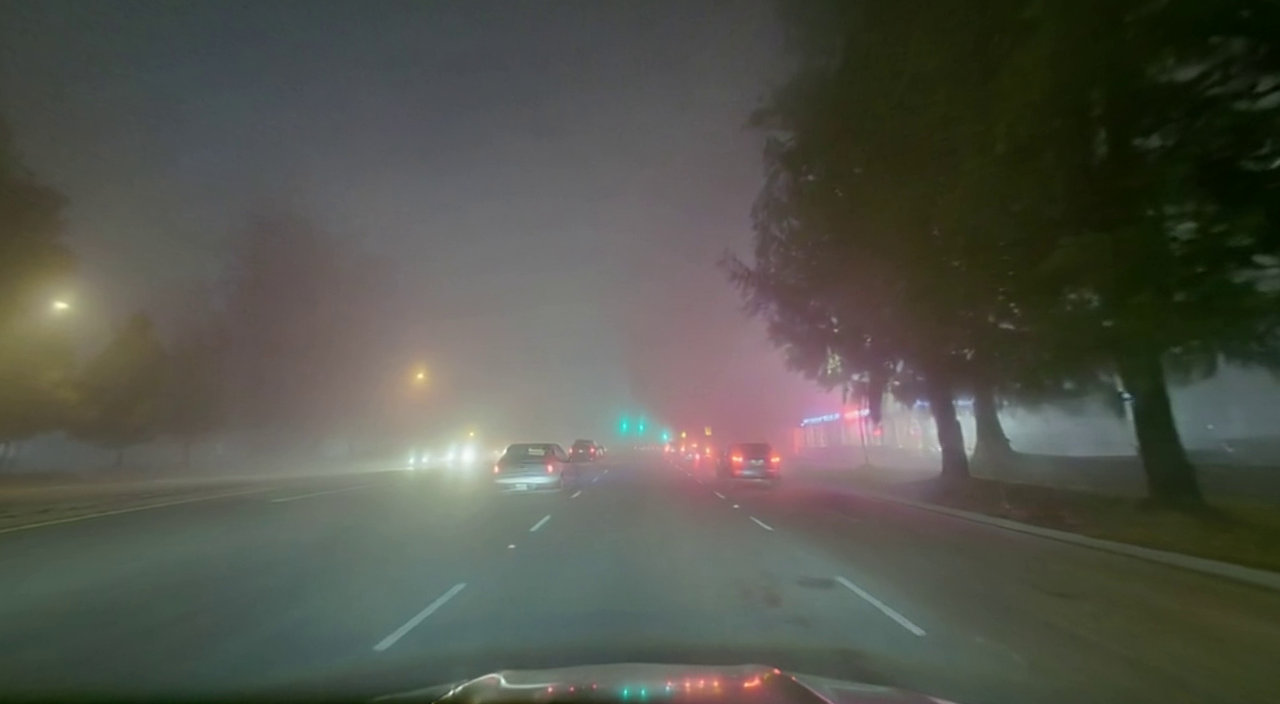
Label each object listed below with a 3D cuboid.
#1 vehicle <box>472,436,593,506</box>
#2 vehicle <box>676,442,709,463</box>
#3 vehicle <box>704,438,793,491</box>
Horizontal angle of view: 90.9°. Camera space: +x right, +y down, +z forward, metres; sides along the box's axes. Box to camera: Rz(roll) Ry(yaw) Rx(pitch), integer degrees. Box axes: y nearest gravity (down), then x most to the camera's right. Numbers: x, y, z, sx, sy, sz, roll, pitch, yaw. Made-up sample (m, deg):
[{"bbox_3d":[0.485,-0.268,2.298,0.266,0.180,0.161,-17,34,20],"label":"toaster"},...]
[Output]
[{"bbox_3d":[-2.404,2.771,15.156,1.971,1.433,3.923,0,-8,4],"label":"vehicle"},{"bbox_3d":[3.781,7.294,45.950,1.913,1.463,4.198,0,-8,-1],"label":"vehicle"},{"bbox_3d":[3.277,3.492,19.951,1.948,1.474,4.360,0,-8,-1],"label":"vehicle"}]
